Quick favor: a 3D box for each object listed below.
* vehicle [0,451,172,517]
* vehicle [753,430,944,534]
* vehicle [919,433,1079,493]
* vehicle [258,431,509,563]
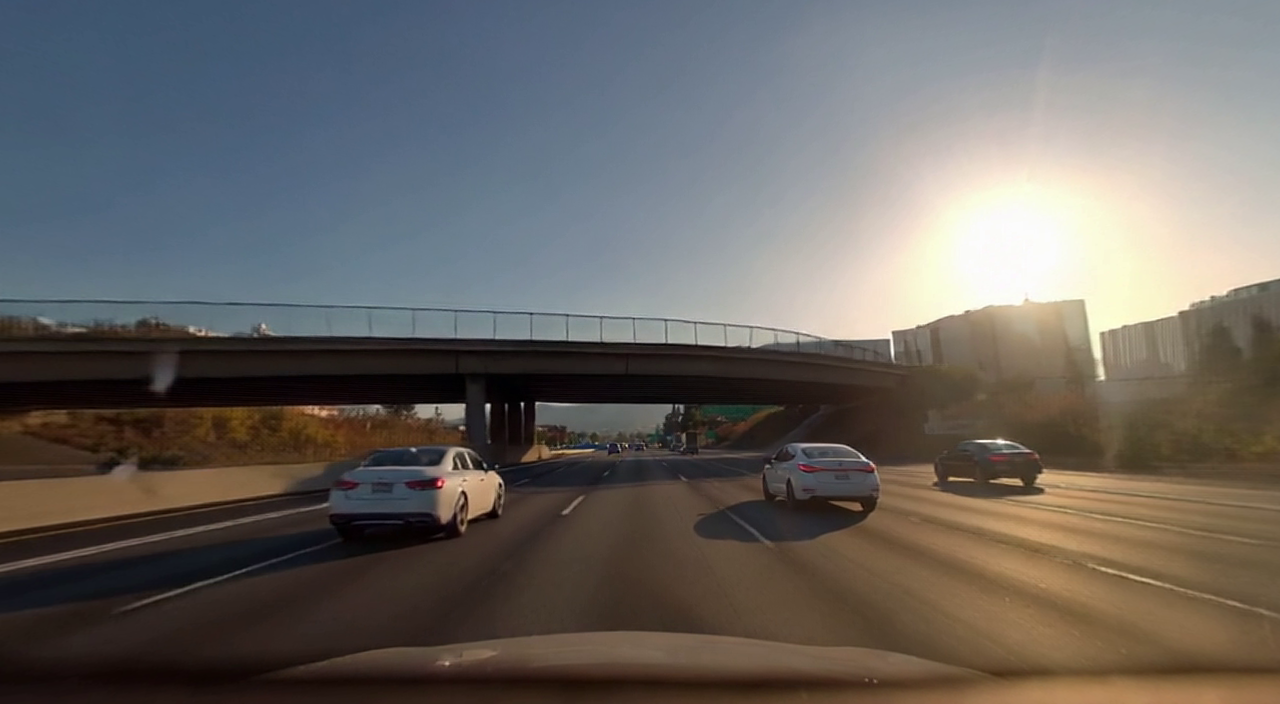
[{"bbox_3d":[-18.434,4.139,20.505,2.303,1.776,5.407,0,-8,0],"label":"vehicle"},{"bbox_3d":[3.438,2.208,11.356,1.961,1.504,4.094,0,-8,-1],"label":"vehicle"},{"bbox_3d":[10.233,3.186,18.485,2.019,1.529,4.385,0,-8,-1],"label":"vehicle"},{"bbox_3d":[-3.471,2.026,9.618,1.975,1.536,4.295,0,-8,1],"label":"vehicle"}]
